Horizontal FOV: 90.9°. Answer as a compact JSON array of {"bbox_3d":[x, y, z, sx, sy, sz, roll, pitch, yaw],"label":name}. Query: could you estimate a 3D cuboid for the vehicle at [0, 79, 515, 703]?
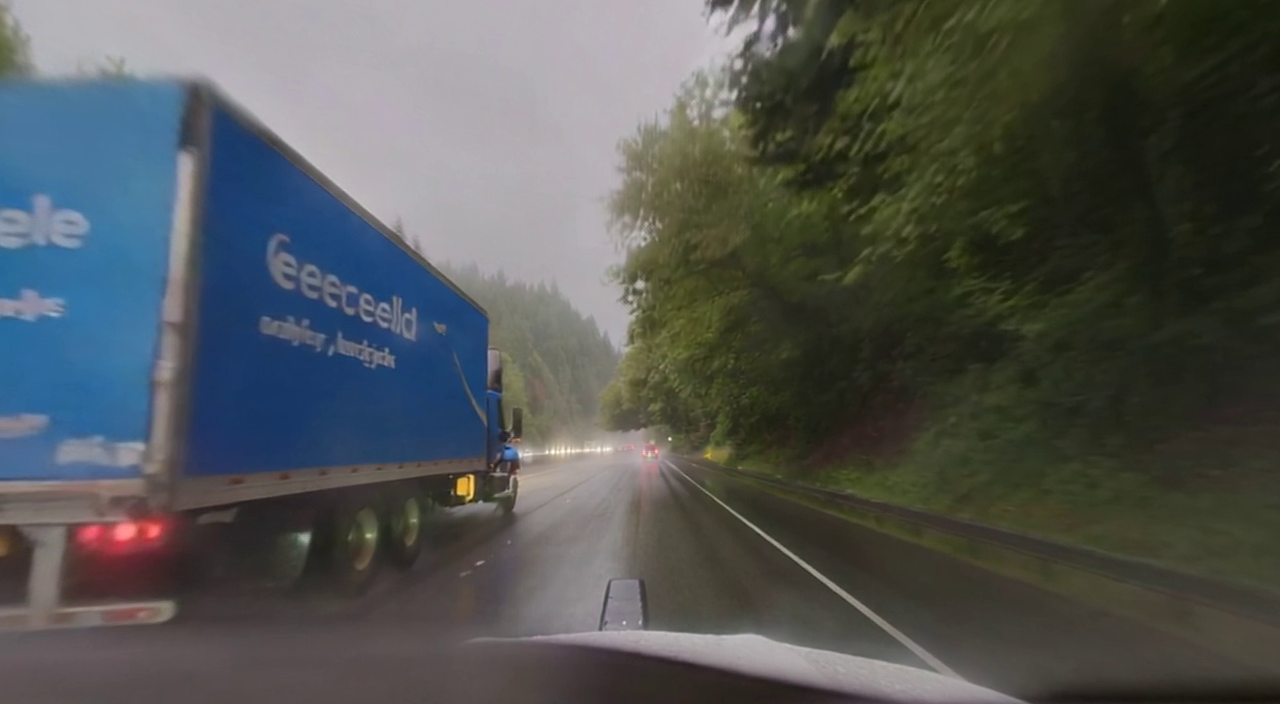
[{"bbox_3d":[-3.364,0.731,6.296,2.695,3.151,6.885,0,-9,1],"label":"vehicle"}]
